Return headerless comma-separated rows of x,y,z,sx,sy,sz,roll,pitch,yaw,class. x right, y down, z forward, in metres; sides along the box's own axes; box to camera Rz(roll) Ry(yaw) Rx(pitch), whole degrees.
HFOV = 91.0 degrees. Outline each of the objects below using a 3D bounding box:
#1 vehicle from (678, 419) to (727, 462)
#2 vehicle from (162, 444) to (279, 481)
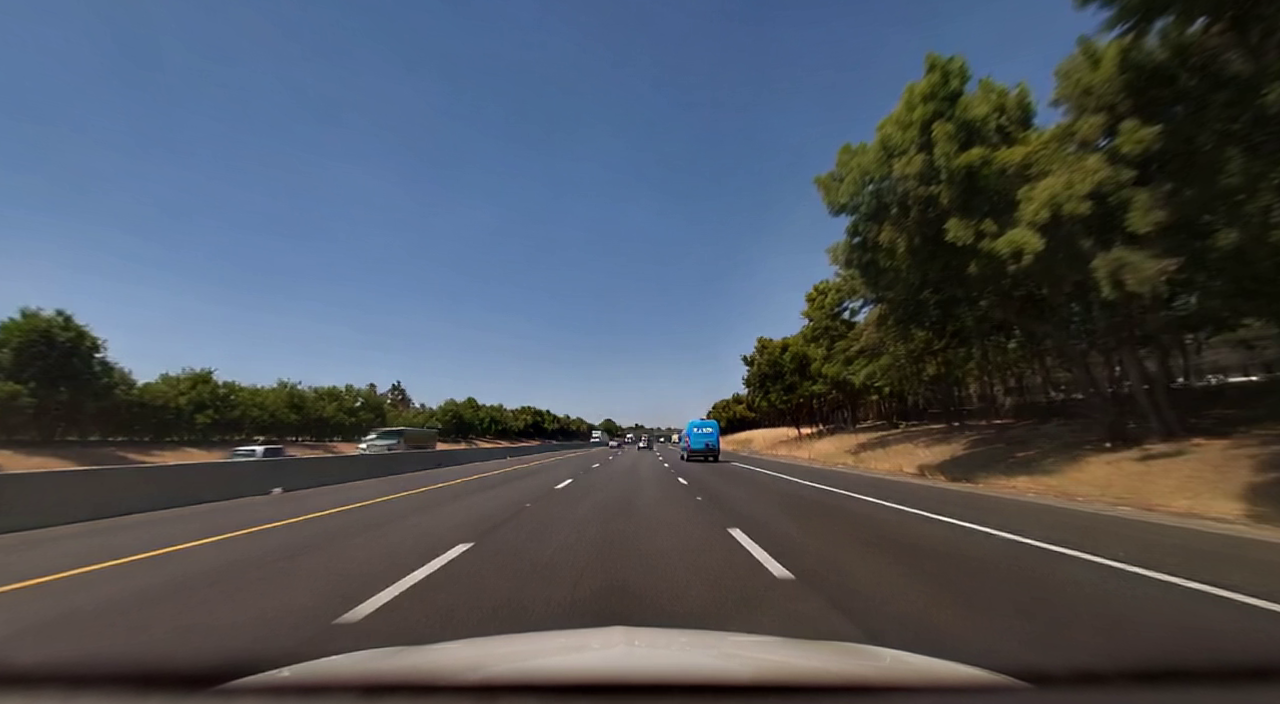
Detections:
3.941,5.774,40.963,2.485,2.562,5.535,0,-8,-1,vehicle
-18.391,4.835,27.886,2.000,1.485,4.546,-1,-8,1,vehicle
